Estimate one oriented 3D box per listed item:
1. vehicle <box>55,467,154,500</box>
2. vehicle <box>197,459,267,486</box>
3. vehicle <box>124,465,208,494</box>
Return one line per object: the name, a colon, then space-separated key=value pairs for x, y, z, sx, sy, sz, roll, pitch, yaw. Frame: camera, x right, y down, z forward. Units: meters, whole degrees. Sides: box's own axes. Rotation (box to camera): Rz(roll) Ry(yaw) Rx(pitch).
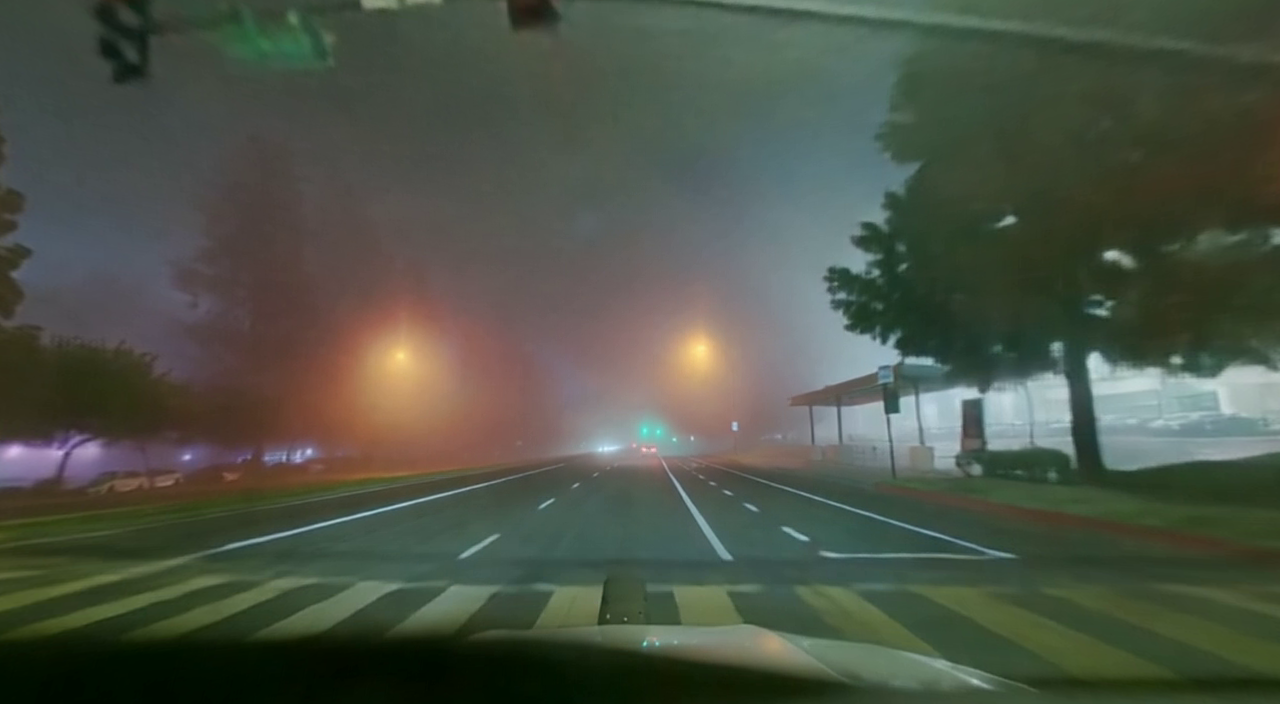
vehicle: x=-29.611 y=7.244 z=35.011 sx=1.807 sy=1.534 sz=4.156 roll=0 pitch=-8 yaw=0
vehicle: x=-29.593 y=8.757 z=45.911 sx=1.902 sy=1.746 sz=4.706 roll=0 pitch=-8 yaw=1
vehicle: x=-29.654 y=7.943 z=39.607 sx=1.815 sy=1.531 sz=4.544 roll=0 pitch=-8 yaw=-1
